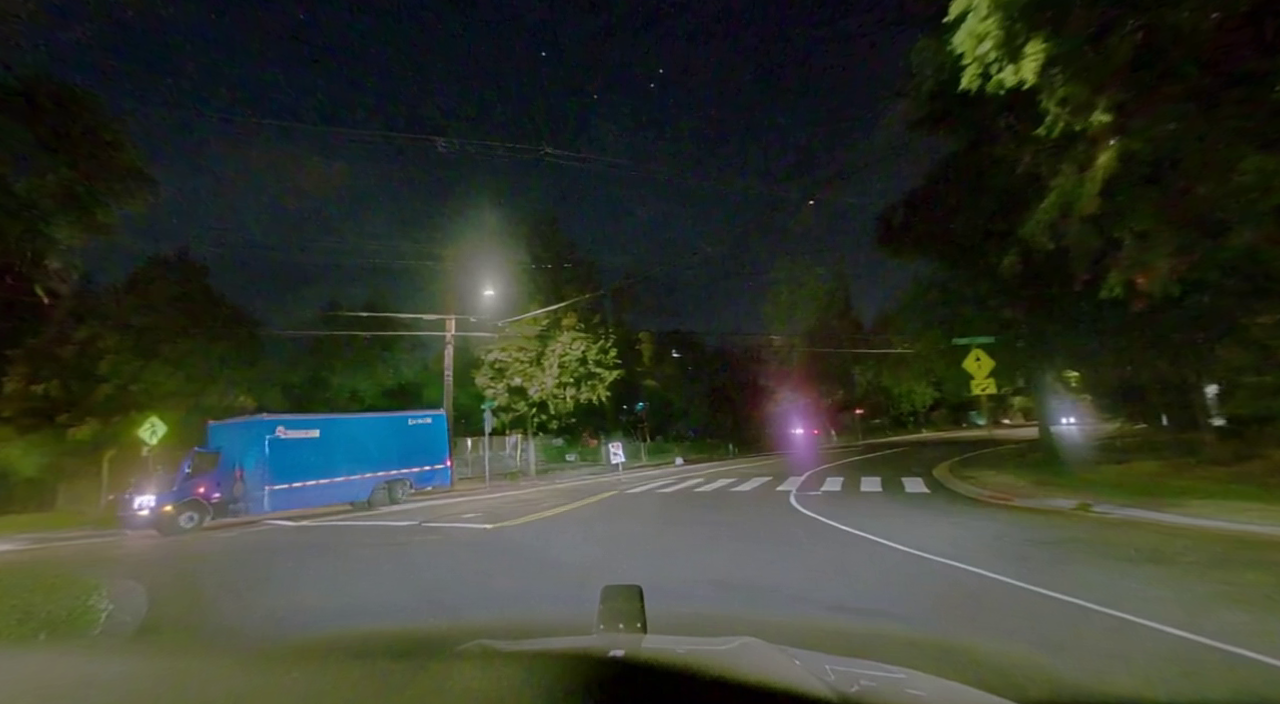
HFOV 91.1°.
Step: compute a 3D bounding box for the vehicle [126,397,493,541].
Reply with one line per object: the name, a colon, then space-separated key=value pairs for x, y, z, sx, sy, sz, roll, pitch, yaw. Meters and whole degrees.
vehicle: x=-9.525 y=3.183 z=19.607 sx=2.838 sy=3.326 sz=9.680 roll=-7 pitch=-7 yaw=41
